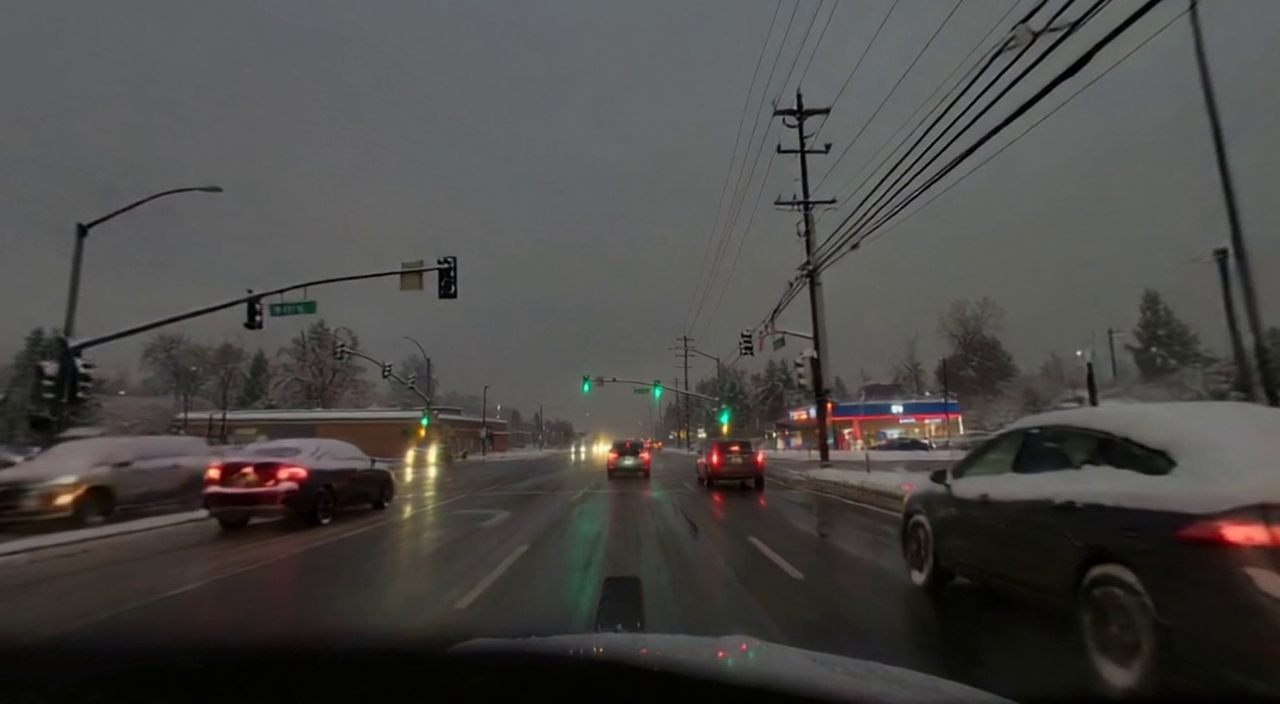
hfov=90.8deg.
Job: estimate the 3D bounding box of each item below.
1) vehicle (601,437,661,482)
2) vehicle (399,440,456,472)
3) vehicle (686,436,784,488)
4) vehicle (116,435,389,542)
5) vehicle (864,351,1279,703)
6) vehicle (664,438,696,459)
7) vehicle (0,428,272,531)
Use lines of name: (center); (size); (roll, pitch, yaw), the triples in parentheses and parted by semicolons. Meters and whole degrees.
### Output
vehicle: (-0.347, 3.949, 23.509); (2.065, 1.484, 3.894); (0, -8, -1)
vehicle: (-14.504, 7.104, 43.462); (2.233, 2.072, 4.813); (0, -9, 0)
vehicle: (2.856, 3.455, 20.162); (2.208, 1.436, 4.542); (0, -9, -3)
vehicle: (-6.285, 2.231, 11.021); (2.075, 1.470, 4.190); (-1, -9, 0)
vehicle: (3.796, 1.159, 4.797); (2.452, 1.682, 4.565); (0, -8, -1)
vehicle: (2.923, 7.190, 47.040); (1.971, 1.477, 4.121); (0, -9, -2)
vehicle: (-10.667, 2.694, 13.987); (2.139, 1.836, 4.843); (0, -9, -1)
